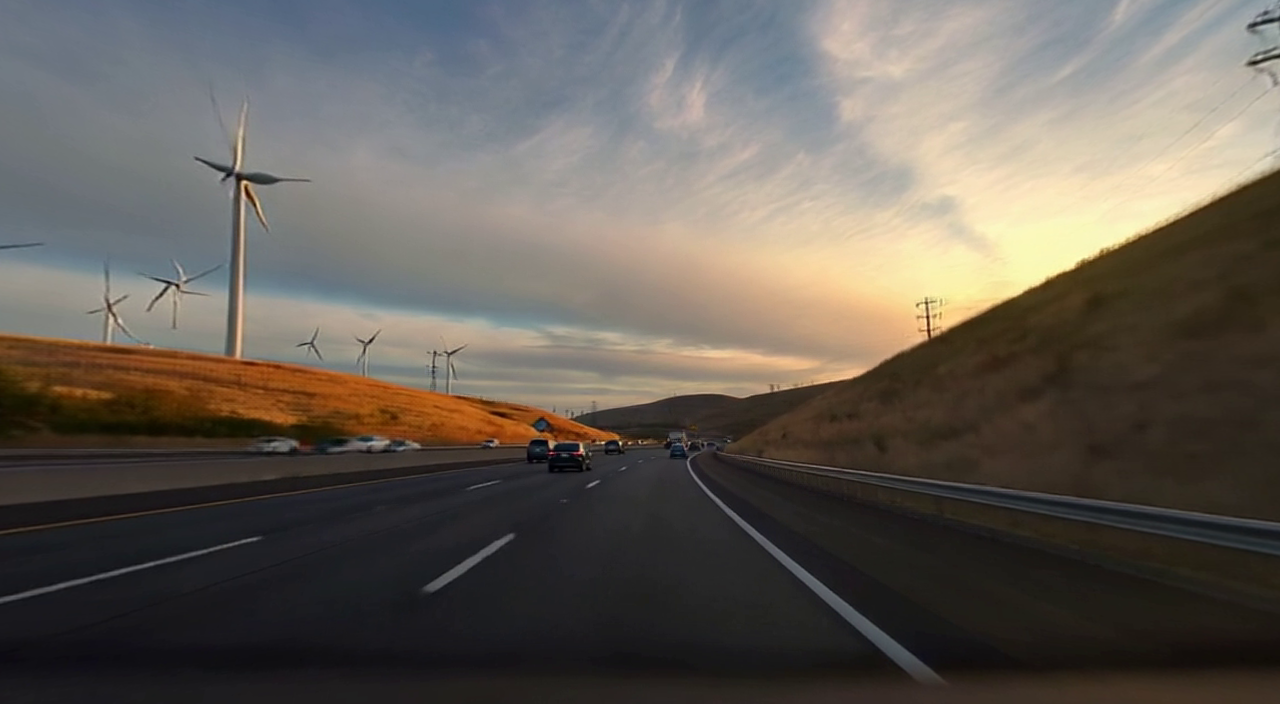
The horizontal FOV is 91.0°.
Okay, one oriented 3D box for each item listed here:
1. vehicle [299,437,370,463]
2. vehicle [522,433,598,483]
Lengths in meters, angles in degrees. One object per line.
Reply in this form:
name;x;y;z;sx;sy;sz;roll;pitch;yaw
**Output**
vehicle;-19.859;6.391;41.220;2.043;1.569;4.811;0;-9;3
vehicle;-2.909;3.982;23.957;2.118;1.702;4.355;0;-9;3
